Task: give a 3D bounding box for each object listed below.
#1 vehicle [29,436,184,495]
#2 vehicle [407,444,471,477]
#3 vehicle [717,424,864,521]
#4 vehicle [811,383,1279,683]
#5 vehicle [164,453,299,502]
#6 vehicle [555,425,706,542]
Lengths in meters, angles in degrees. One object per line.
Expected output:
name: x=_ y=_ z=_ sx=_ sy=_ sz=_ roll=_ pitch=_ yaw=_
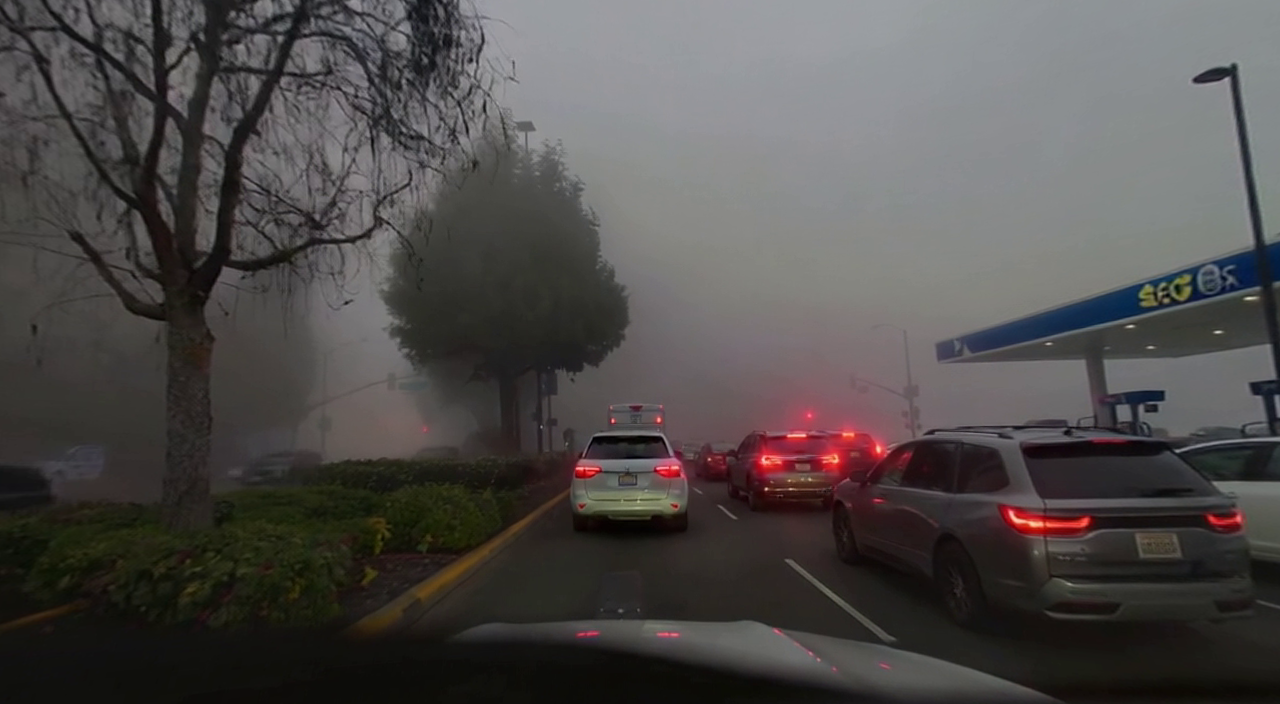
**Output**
vehicle: x=-26.942 y=5.712 z=32.348 sx=2.571 sy=2.711 sz=6.027 roll=0 pitch=-9 yaw=0
vehicle: x=-11.078 y=5.982 z=35.206 sx=2.055 sy=1.663 sz=4.637 roll=0 pitch=-9 yaw=0
vehicle: x=2.927 y=2.447 z=13.290 sx=1.995 sy=1.677 sz=4.106 roll=0 pitch=-9 yaw=-1
vehicle: x=3.347 y=1.357 z=5.916 sx=2.056 sy=1.700 sz=4.399 roll=0 pitch=-9 yaw=-3
vehicle: x=-14.421 y=4.416 z=22.689 sx=1.883 sy=1.479 sz=4.471 roll=0 pitch=-9 yaw=-1
vehicle: x=-0.173 y=2.122 z=10.777 sx=2.106 sy=1.613 sz=3.697 roll=0 pitch=-9 yaw=-1
